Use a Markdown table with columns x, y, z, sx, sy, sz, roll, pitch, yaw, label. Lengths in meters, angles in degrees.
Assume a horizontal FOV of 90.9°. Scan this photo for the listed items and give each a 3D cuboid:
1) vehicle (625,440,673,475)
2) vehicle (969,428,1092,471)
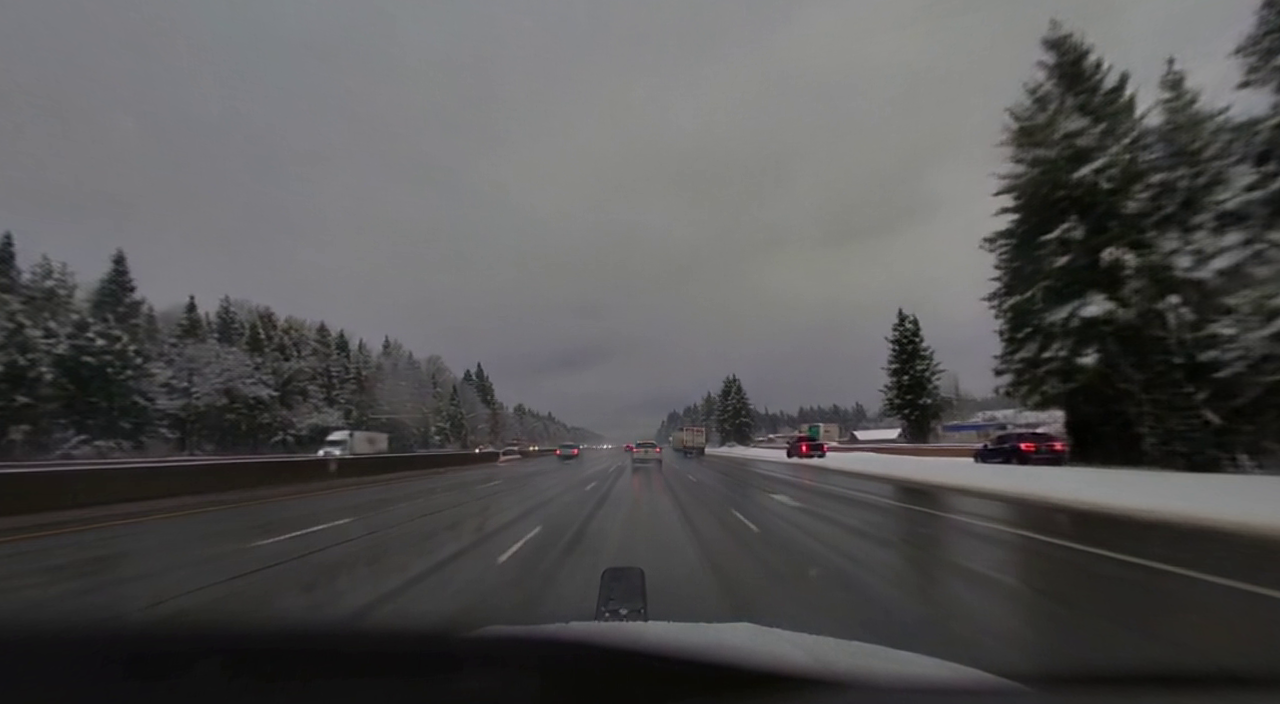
| x | y | z | sx | sy | sz | roll | pitch | yaw | label |
| --- | --- | --- | --- | --- | --- | --- | --- | --- | --- |
| 0.378 | 4.926 | 29.662 | 2.112 | 1.482 | 4.082 | 0 | -8 | 0 | vehicle |
| 19.568 | 4.932 | 32.024 | 2.304 | 1.951 | 5.719 | 0 | -8 | -4 | vehicle |
